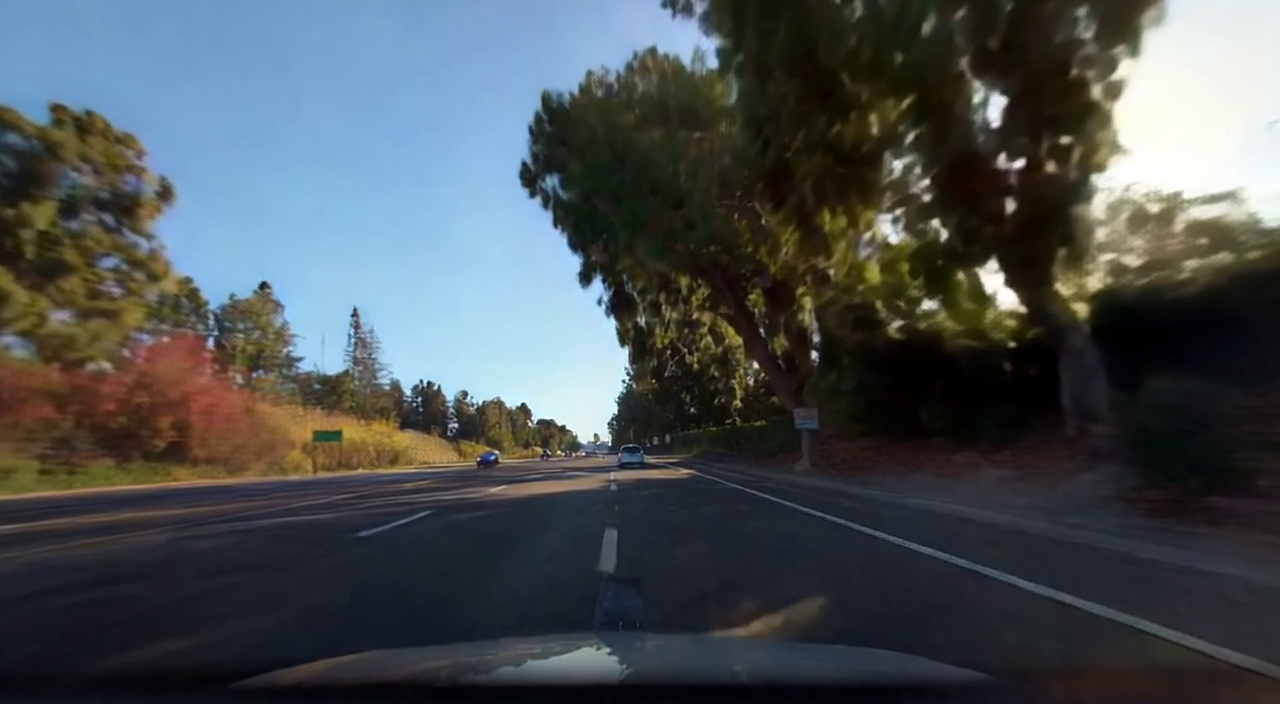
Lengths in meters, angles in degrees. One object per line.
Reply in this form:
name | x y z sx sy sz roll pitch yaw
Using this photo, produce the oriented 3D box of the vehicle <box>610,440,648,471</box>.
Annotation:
vehicle | -0.618 6.137 37.488 2.120 1.715 4.153 0 -9 0
